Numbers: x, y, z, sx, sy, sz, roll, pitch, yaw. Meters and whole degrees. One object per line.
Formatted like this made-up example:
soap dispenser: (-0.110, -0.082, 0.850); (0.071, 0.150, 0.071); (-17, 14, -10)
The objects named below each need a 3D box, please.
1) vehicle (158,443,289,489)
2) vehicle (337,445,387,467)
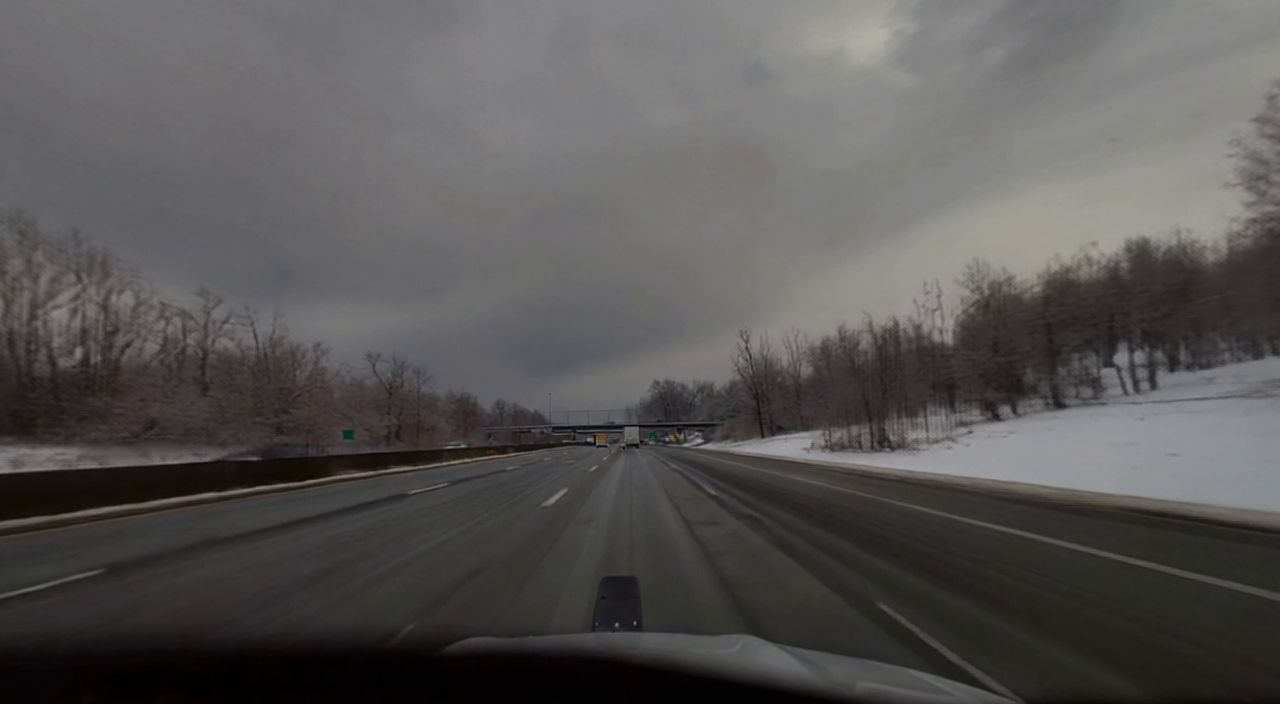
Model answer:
vehicle: (-15.105, 4.122, 23.167); (1.910, 1.451, 4.397); (0, -8, -2)
vehicle: (-19.740, 7.374, 44.744); (1.765, 1.465, 3.932); (0, -8, 0)
